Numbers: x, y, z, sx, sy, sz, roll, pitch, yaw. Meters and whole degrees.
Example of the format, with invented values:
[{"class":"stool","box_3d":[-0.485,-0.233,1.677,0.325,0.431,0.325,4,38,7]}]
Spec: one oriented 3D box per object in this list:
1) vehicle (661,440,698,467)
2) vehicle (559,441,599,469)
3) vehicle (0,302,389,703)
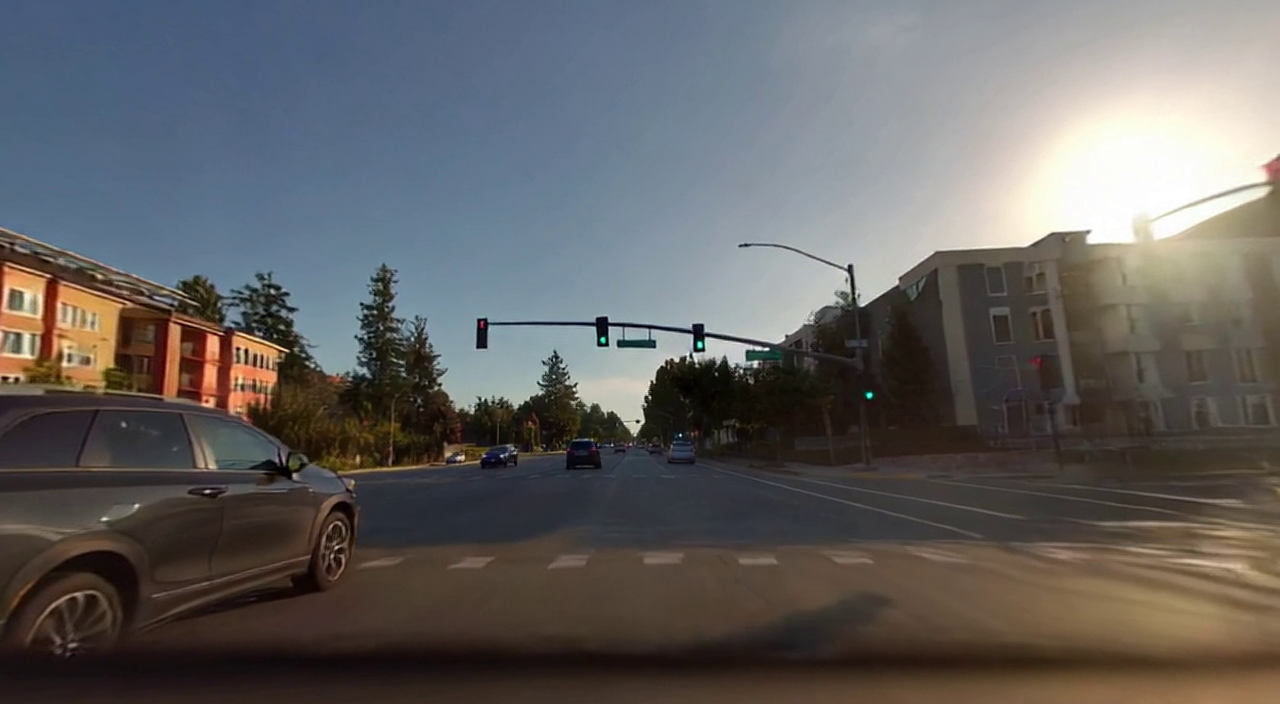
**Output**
[{"class":"vehicle","box_3d":[2.574,6.744,42.120,2.018,1.719,4.369,0,-8,-1]},{"class":"vehicle","box_3d":[-3.822,6.534,40.151,2.083,1.685,4.069,0,-8,1]},{"class":"vehicle","box_3d":[-3.860,1.002,4.158,2.225,1.984,5.168,0,-8,1]}]
